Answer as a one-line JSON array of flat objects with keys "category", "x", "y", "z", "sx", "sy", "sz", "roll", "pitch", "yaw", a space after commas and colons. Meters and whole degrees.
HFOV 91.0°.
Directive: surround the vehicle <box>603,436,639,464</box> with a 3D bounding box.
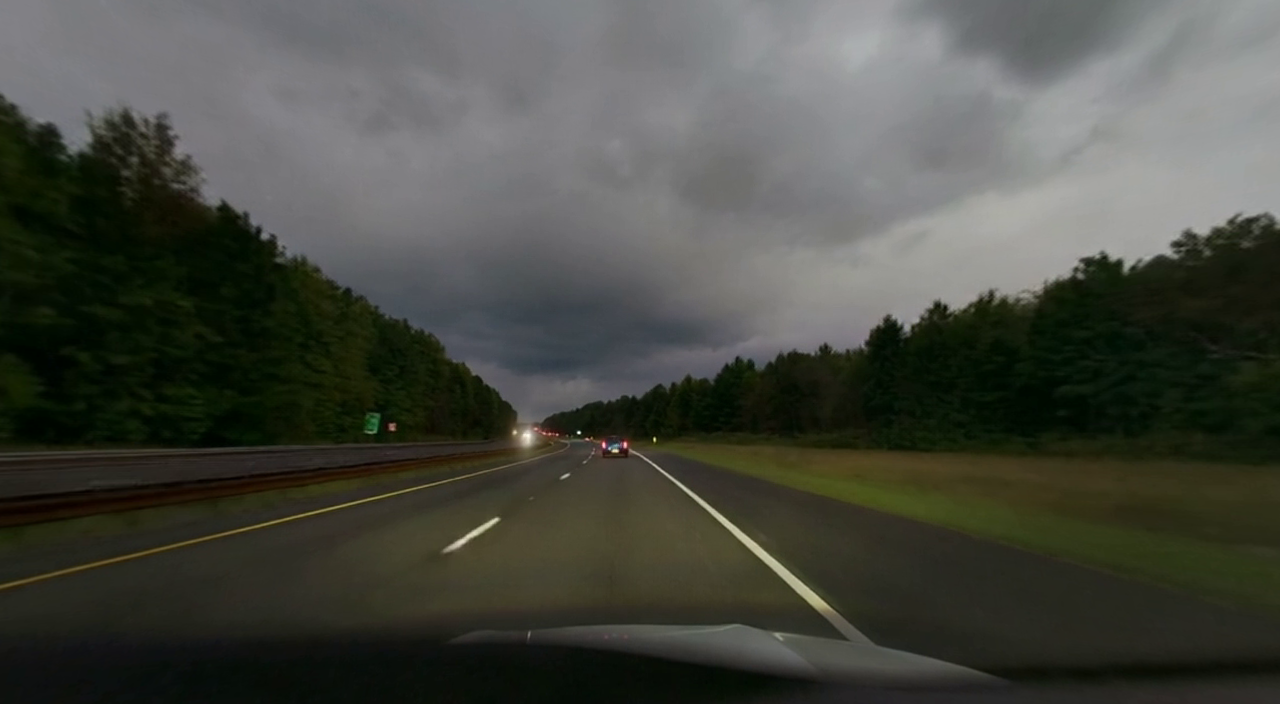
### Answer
[{"category": "vehicle", "x": -1.111, "y": 5.678, "z": 36.706, "sx": 2.004, "sy": 1.515, "sz": 3.968, "roll": 0, "pitch": -8, "yaw": -1}]
